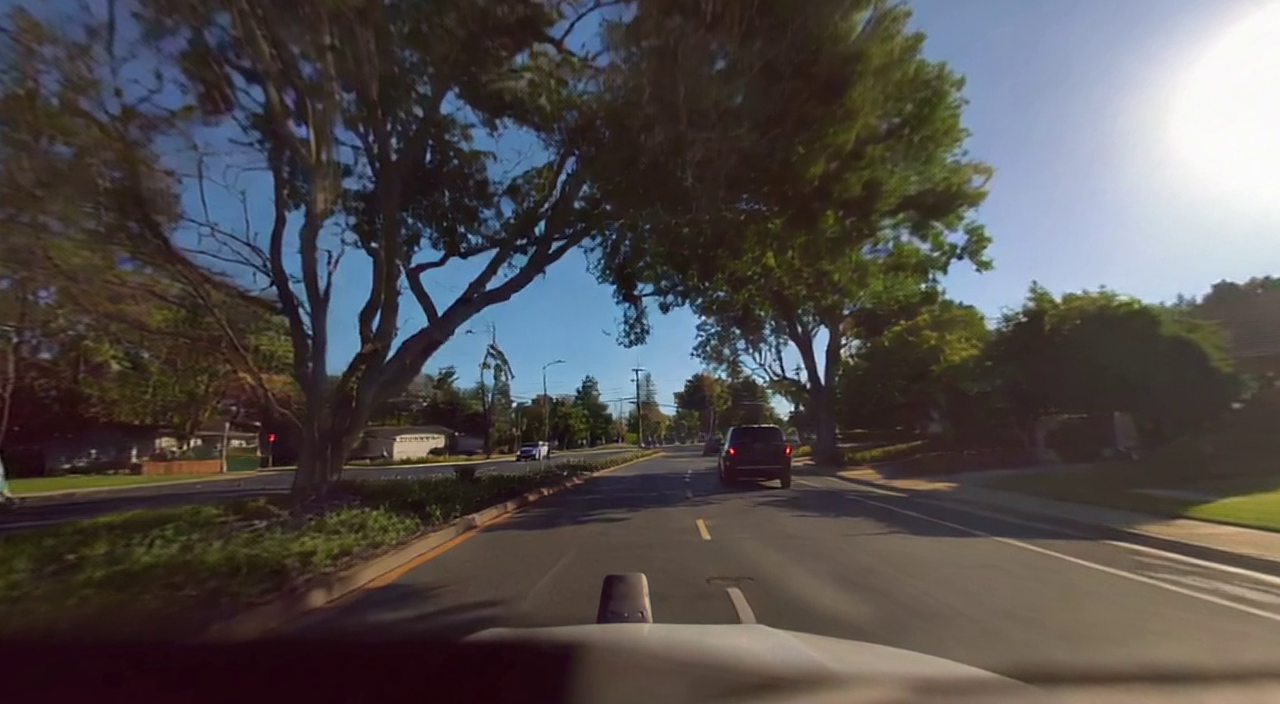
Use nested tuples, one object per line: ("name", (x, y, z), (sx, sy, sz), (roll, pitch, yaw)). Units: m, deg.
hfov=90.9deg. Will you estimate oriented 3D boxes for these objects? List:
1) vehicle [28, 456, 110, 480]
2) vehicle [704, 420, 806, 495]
("vehicle", (-36.471, 7.390, 40.299), (3.339, 1.383, 1.865), (0, -8, -3))
("vehicle", (3.084, 2.971, 18.035), (2.141, 1.833, 4.704), (0, -8, 1))
